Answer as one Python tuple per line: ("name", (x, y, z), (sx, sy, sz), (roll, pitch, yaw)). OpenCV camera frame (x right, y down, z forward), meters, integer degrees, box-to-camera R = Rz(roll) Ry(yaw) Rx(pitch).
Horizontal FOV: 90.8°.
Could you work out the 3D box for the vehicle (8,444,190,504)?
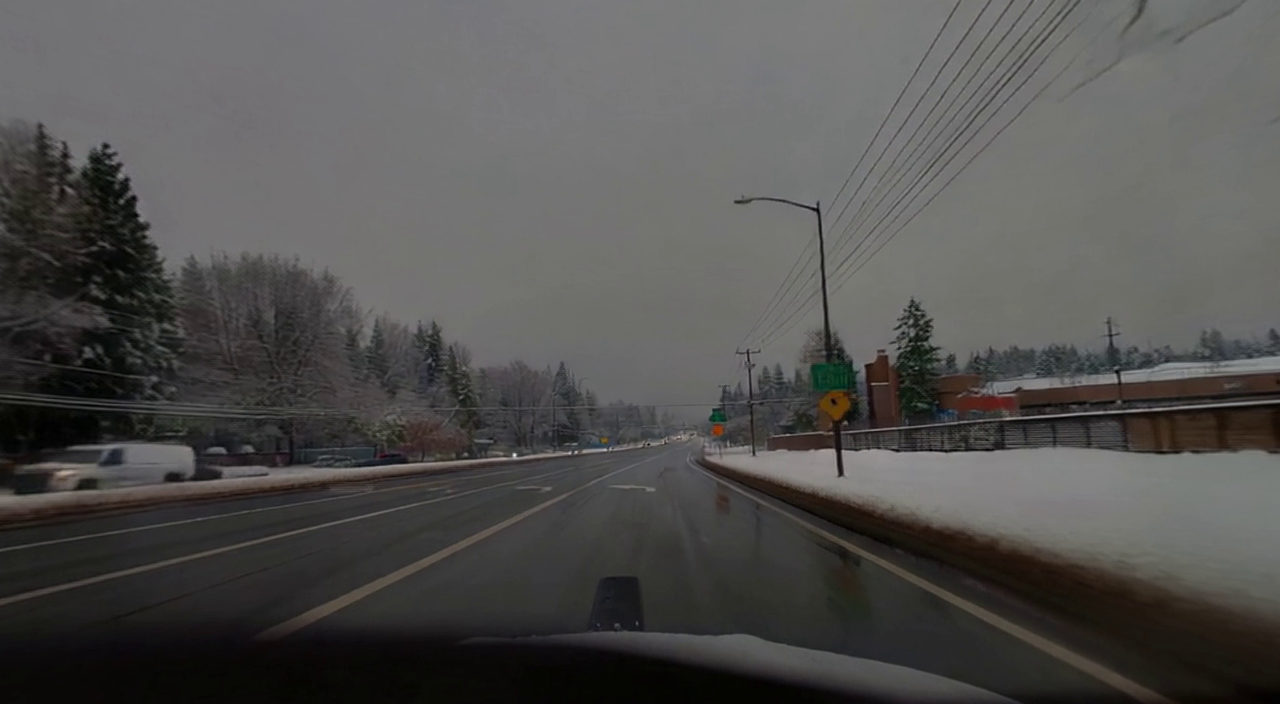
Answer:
("vehicle", (-16.528, 3.693, 19.642), (1.925, 1.649, 4.010), (-1, -8, 4))
